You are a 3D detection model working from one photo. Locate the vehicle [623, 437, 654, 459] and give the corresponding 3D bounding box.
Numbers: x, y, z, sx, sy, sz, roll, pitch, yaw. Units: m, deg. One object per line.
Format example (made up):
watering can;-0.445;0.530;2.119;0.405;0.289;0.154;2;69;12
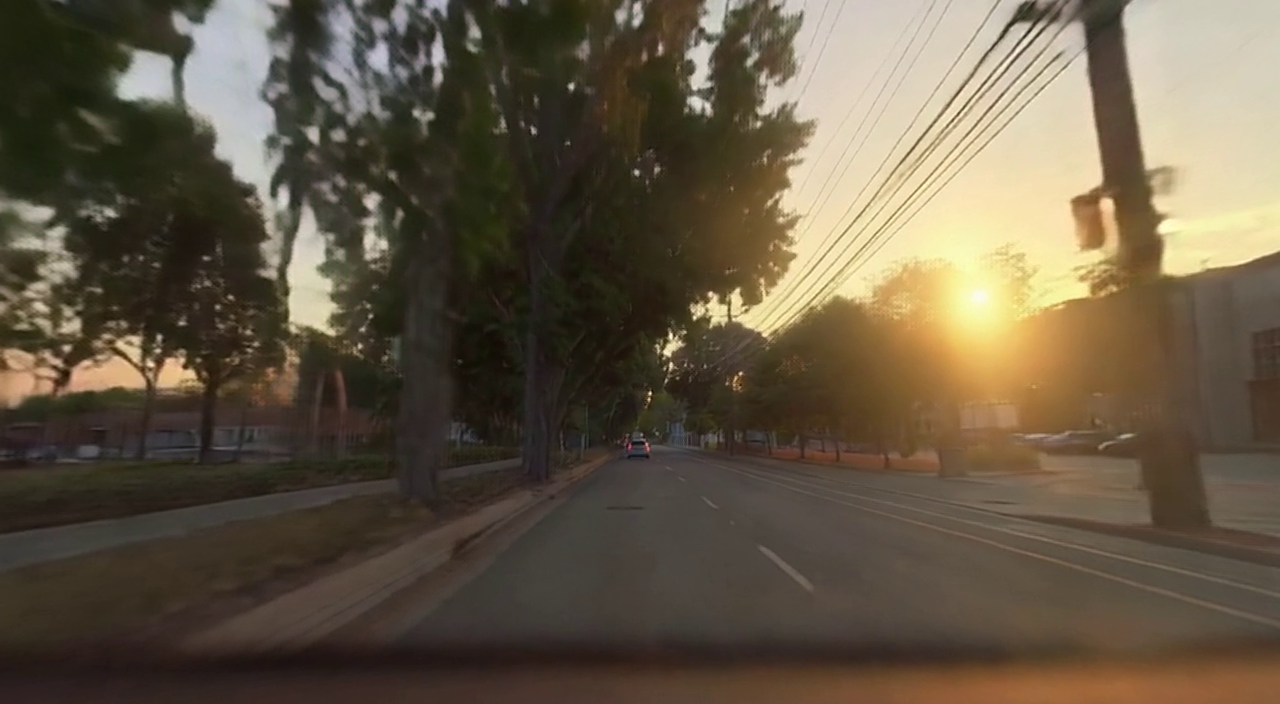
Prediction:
vehicle;-0.132;6.877;45.588;2.109;1.501;4.042;0;-8;-1
